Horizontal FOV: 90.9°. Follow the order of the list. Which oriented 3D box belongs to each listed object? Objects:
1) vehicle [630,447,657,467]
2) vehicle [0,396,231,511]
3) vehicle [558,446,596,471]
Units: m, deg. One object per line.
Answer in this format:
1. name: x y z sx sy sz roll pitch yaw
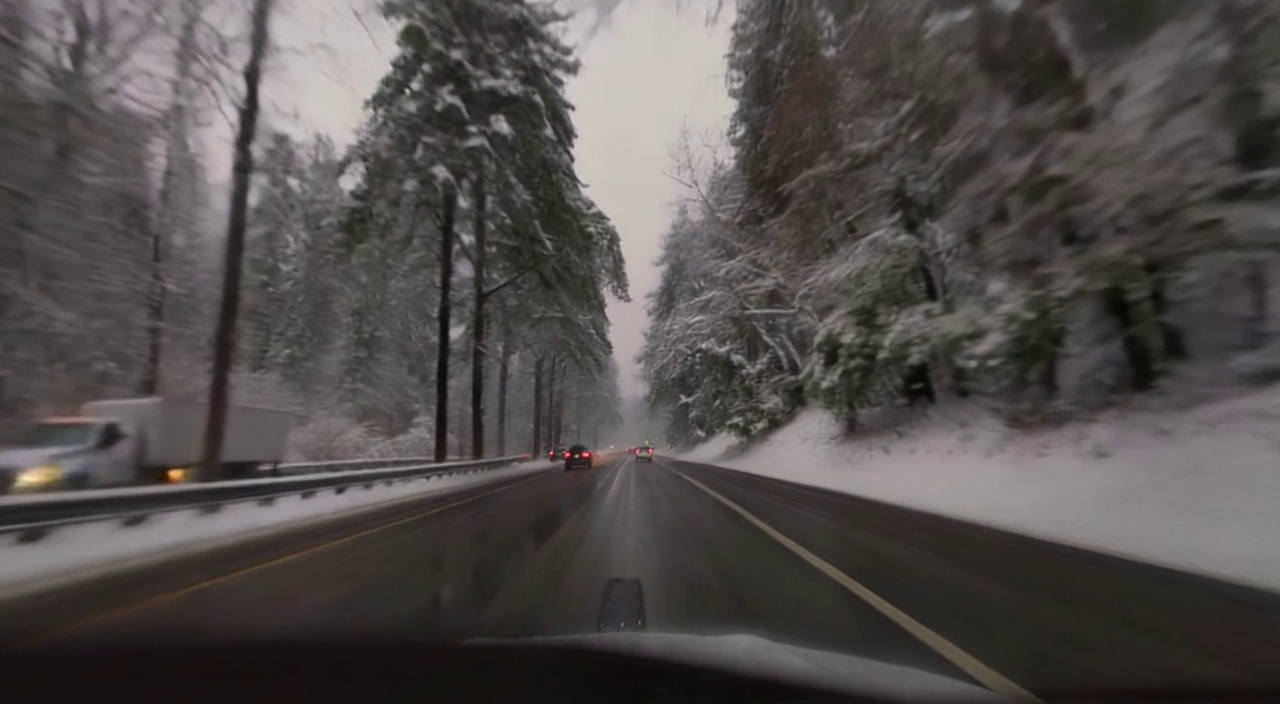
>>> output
1. vehicle: 0.249 7.965 47.801 1.989 1.402 3.831 0 -9 0
2. vehicle: -19.293 3.743 23.468 2.913 3.570 7.466 0 -9 0
3. vehicle: -4.010 6.841 40.741 2.112 1.498 4.117 0 -9 -1
